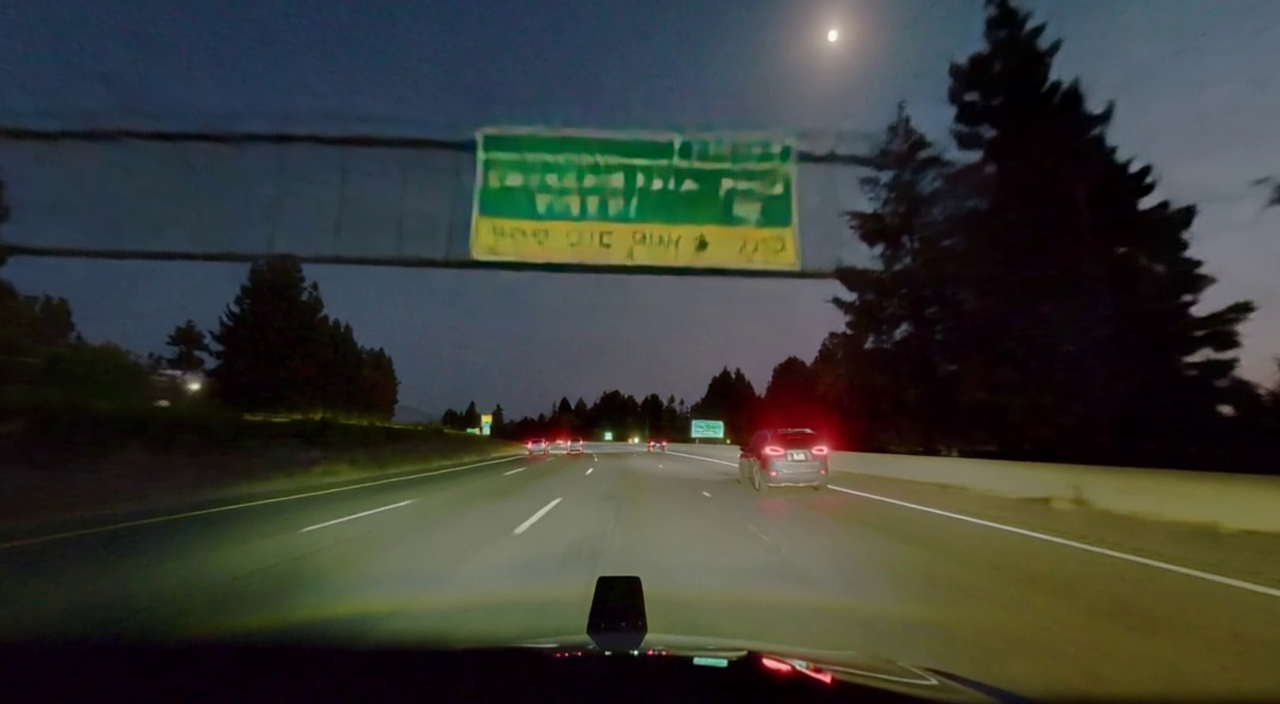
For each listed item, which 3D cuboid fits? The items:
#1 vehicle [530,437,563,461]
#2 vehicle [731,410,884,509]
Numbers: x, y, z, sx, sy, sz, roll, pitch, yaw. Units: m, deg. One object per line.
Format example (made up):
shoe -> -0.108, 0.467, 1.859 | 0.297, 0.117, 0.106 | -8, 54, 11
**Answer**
vehicle -> -6.623, 6.903, 45.013 | 2.064, 1.645, 4.286 | 0, -8, -5
vehicle -> 3.395, 2.297, 13.798 | 2.043, 1.795, 4.347 | 0, -8, -1
